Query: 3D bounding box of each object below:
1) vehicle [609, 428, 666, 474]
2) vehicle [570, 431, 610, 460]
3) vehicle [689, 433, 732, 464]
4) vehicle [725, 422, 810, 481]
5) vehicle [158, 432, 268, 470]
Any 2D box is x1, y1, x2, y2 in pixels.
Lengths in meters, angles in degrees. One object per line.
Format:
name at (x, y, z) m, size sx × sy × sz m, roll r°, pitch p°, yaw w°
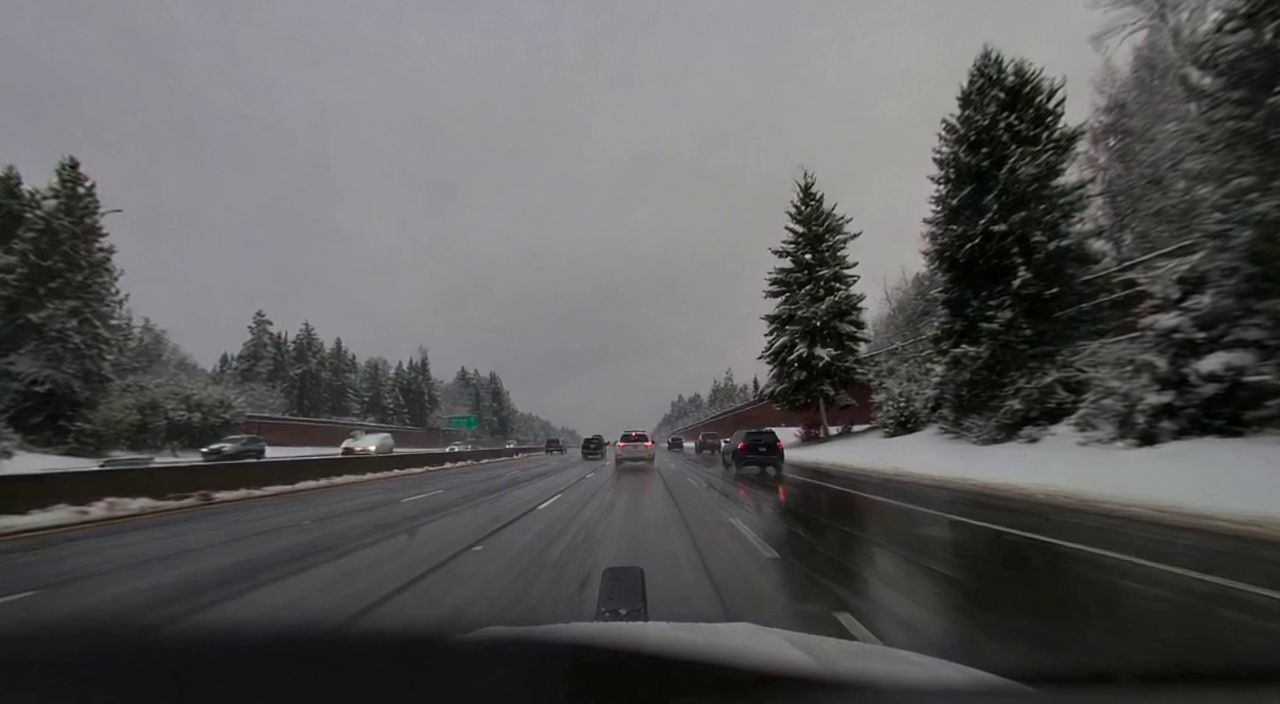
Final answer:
vehicle at (-0.085, 4.219, 26.912) m, size 2.233 × 1.804 × 4.273 m, roll 0°, pitch -9°, yaw 0°
vehicle at (-3.481, 6.687, 44.971) m, size 2.274 × 1.896 × 5.571 m, roll 0°, pitch -9°, yaw 2°
vehicle at (3.944, 5.495, 35.976) m, size 2.001 × 1.651 × 3.916 m, roll 0°, pitch -9°, yaw 0°
vehicle at (4.264, 3.434, 21.883) m, size 2.017 × 1.847 × 4.299 m, roll 0°, pitch -9°, yaw 0°
vehicle at (-29.173, 6.805, 43.502) m, size 2.645 × 2.416 × 6.919 m, roll 0°, pitch -9°, yaw 1°
